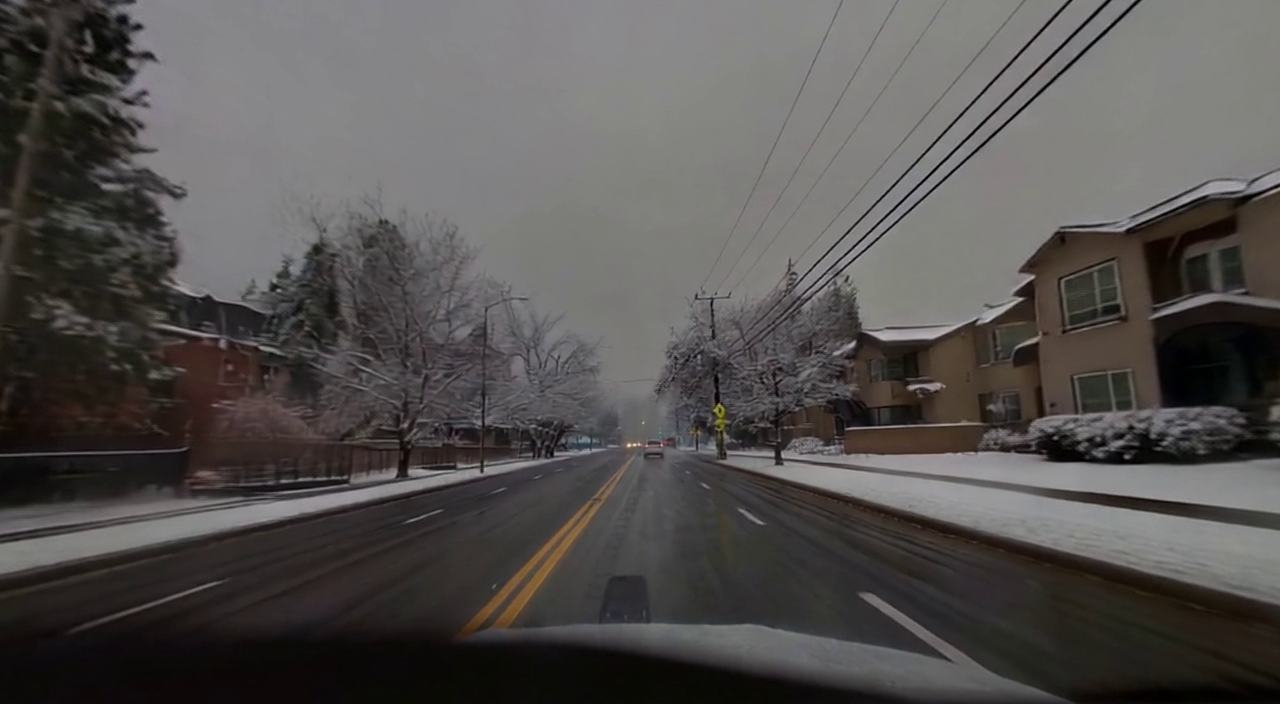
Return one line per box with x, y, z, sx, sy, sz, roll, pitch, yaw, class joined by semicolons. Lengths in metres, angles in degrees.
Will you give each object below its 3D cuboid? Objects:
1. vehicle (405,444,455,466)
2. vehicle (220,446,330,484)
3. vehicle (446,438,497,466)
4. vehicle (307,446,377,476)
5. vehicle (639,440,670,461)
-15.425;7.583;46.587;2.049;1.563;4.950;0;-9;-1;vehicle
-15.747;4.864;27.552;2.113;1.501;4.659;0;-9;-1;vehicle
-12.378;7.403;46.677;2.331;1.956;4.762;0;-9;1;vehicle
-15.631;5.728;33.255;1.692;1.477;3.902;0;-9;1;vehicle
1.002;7.041;45.121;2.097;1.463;4.043;0;-9;-1;vehicle
